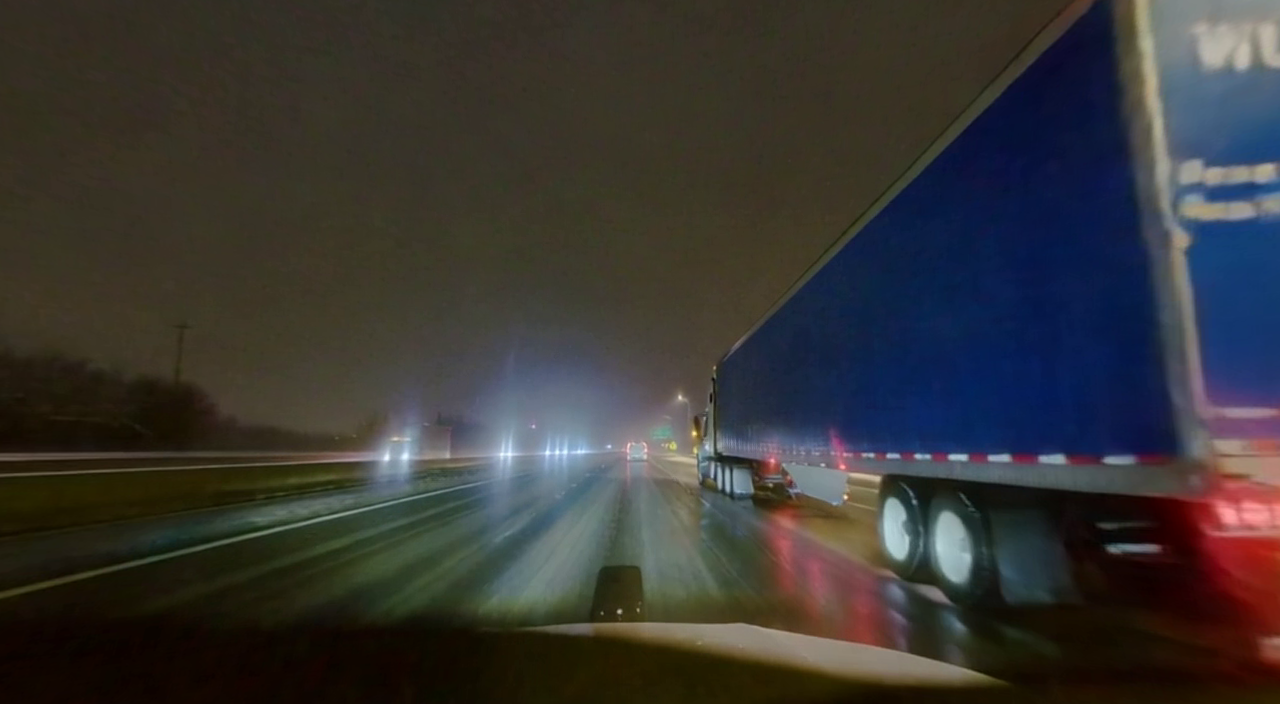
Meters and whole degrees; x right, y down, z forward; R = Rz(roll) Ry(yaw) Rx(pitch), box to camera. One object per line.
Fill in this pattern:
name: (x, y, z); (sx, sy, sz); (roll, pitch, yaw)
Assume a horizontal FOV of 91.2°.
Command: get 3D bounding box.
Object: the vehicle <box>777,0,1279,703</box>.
vehicle: (4.035, 0.456, 7.121); (2.869, 4.013, 8.610); (0, -9, -1)
